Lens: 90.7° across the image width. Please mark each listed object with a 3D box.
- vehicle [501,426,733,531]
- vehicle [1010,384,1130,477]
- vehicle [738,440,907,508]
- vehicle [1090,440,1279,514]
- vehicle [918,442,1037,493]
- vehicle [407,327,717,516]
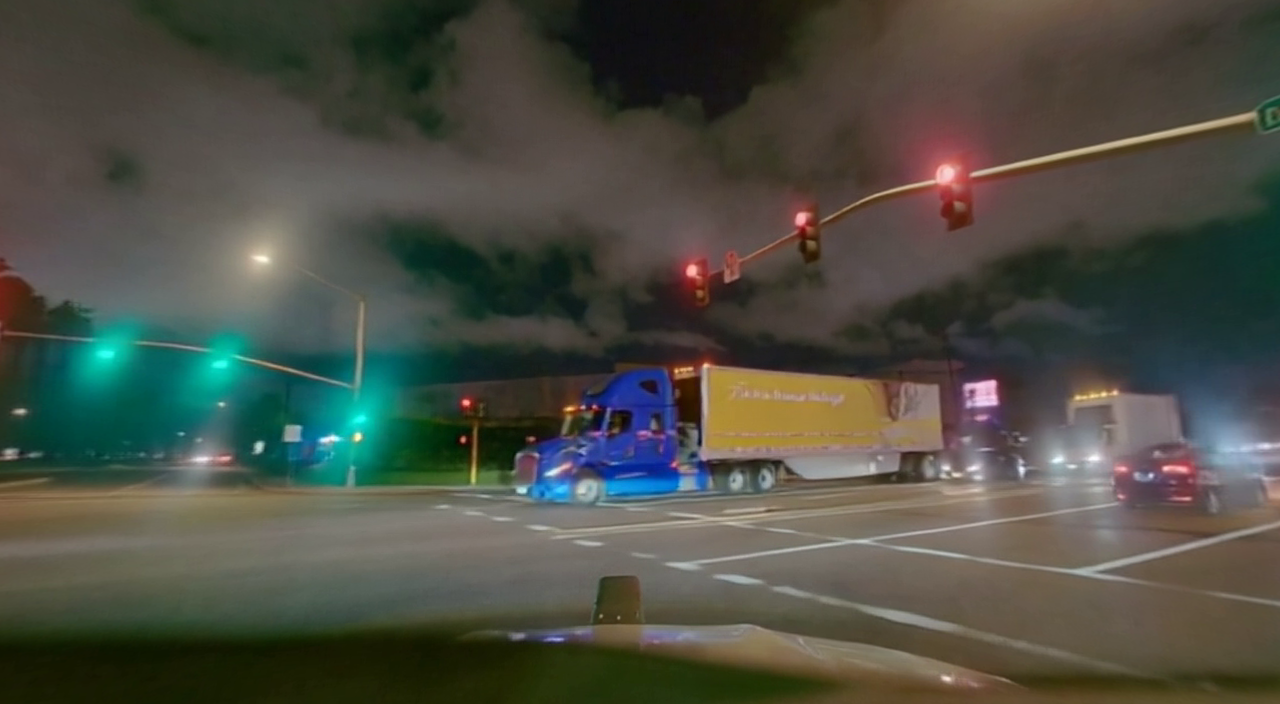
[{"bbox_3d":[-0.479,2.919,15.220,5.079,1.893,2.200,2,-10,-35],"label":"vehicle"},{"bbox_3d":[19.524,3.596,28.797,3.372,3.903,3.027,4,-10,-32],"label":"vehicle"},{"bbox_3d":[5.521,3.577,18.924,4.958,1.510,1.949,2,-10,-33],"label":"vehicle"},{"bbox_3d":[13.215,2.873,15.191,5.114,1.492,2.040,5,-10,-33],"label":"vehicle"},{"bbox_3d":[12.851,4.354,24.021,4.443,1.512,1.919,2,-10,-33],"label":"vehicle"},{"bbox_3d":[-1.955,2.067,18.120,8.167,4.352,3.029,5,-10,-34],"label":"vehicle"}]
